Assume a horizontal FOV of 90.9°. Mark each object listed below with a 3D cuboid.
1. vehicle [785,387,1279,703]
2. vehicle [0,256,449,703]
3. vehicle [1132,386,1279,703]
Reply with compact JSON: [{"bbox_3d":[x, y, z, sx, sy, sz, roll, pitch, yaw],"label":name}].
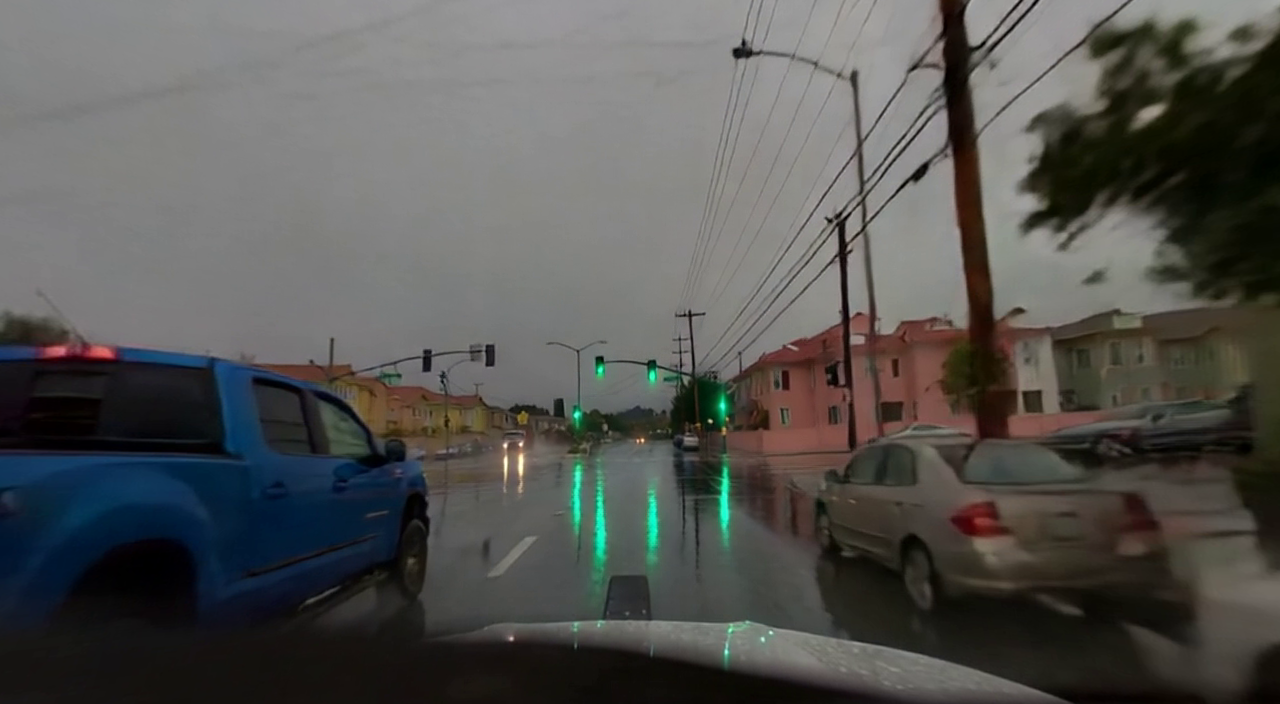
[{"bbox_3d":[2.963,1.346,5.602,2.132,1.601,4.924,0,-9,0],"label":"vehicle"},{"bbox_3d":[-2.968,0.886,3.191,2.242,1.890,5.306,-1,-9,1],"label":"vehicle"},{"bbox_3d":[3.031,0.598,0.287,2.012,1.491,4.333,0,-9,-2],"label":"vehicle"}]
